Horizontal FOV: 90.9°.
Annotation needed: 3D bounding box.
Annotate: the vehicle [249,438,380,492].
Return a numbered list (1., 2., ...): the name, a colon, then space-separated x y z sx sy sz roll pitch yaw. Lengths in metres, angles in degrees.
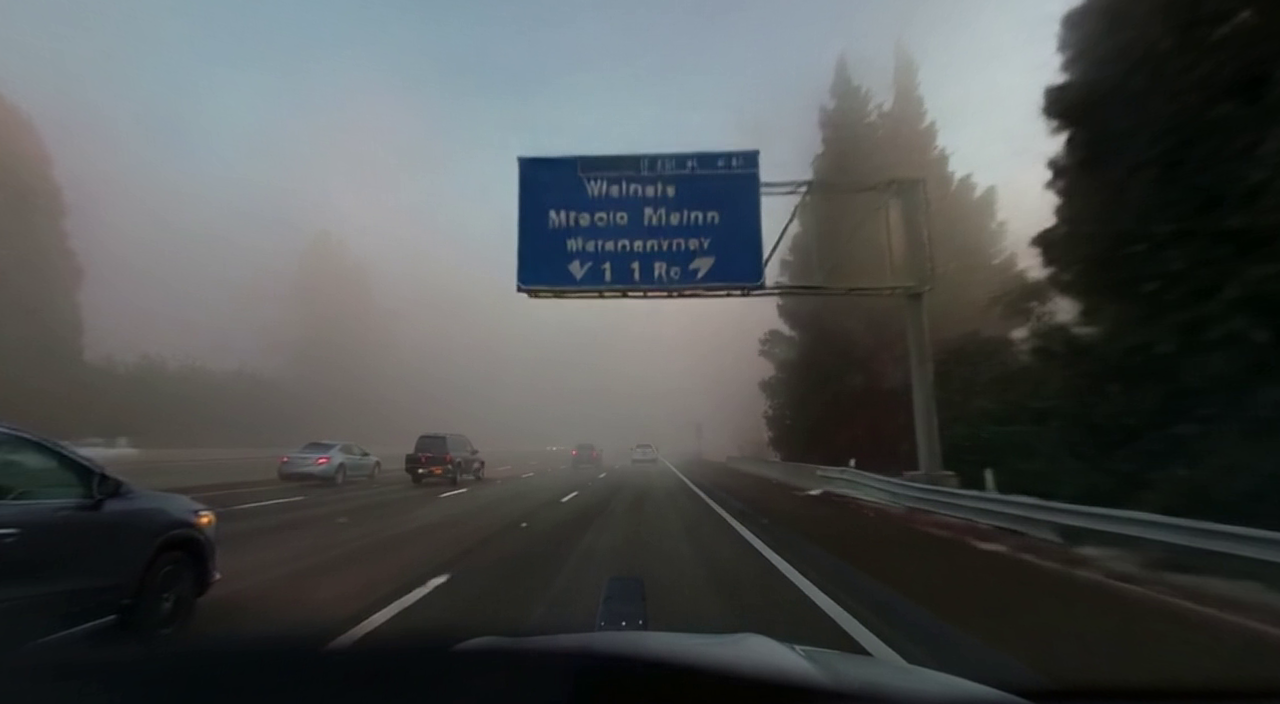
1. vehicle: -11.525 4.006 22.822 2.187 1.726 4.634 0 -9 1

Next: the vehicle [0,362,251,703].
1. vehicle: -4.152 0.832 2.445 2.136 1.718 4.873 0 -9 0

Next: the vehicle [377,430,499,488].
1. vehicle: -7.390 4.019 24.001 2.521 1.901 5.988 0 -8 2

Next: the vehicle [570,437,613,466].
1. vehicle: -3.622 7.599 48.283 2.751 2.050 5.761 0 -8 1

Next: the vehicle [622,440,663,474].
1. vehicle: 0.134 5.803 35.119 2.135 1.697 4.757 0 -8 0
